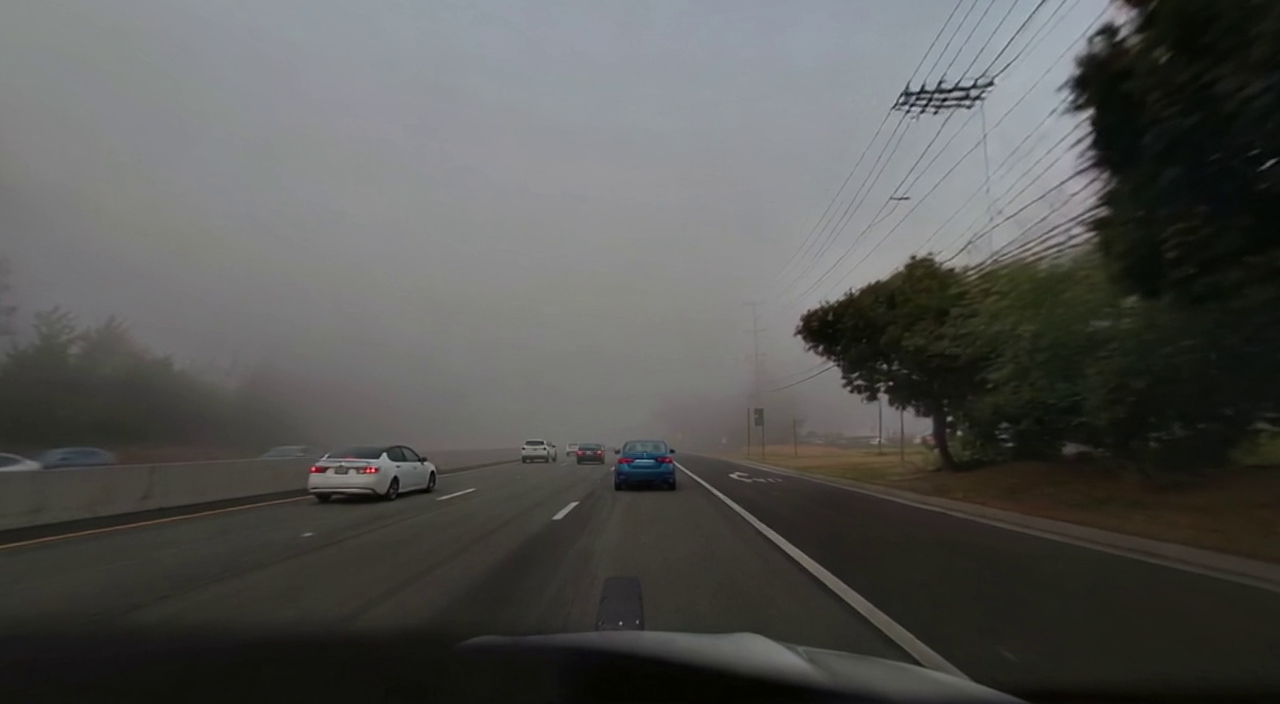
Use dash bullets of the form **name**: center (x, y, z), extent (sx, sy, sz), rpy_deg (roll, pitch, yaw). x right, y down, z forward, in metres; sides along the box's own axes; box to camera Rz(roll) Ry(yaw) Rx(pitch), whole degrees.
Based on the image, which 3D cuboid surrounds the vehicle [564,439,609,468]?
- **vehicle**: center (-2.888, 5.620, 35.130), extent (2.055, 1.510, 3.961), rpy_deg (-1, -8, 1)

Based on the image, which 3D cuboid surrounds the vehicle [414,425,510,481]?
- **vehicle**: center (-6.641, 3.844, 24.283), extent (2.144, 1.905, 4.967), rpy_deg (-1, -8, 1)

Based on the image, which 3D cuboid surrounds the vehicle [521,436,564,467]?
- **vehicle**: center (-5.997, 6.135, 39.219), extent (1.914, 1.756, 4.179), rpy_deg (-1, -8, 1)

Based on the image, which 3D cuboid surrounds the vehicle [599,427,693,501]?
- **vehicle**: center (0.137, 2.848, 16.498), extent (2.140, 1.653, 4.108), rpy_deg (0, -8, 0)

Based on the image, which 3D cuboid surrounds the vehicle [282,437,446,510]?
- **vehicle**: center (-6.438, 2.858, 15.440), extent (1.900, 1.483, 4.547), rpy_deg (-1, -8, 1)

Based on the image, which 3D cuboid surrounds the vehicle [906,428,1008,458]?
- **vehicle**: center (17.786, 5.134, 35.619), extent (4.659, 1.572, 2.019), rpy_deg (0, -8, 0)
